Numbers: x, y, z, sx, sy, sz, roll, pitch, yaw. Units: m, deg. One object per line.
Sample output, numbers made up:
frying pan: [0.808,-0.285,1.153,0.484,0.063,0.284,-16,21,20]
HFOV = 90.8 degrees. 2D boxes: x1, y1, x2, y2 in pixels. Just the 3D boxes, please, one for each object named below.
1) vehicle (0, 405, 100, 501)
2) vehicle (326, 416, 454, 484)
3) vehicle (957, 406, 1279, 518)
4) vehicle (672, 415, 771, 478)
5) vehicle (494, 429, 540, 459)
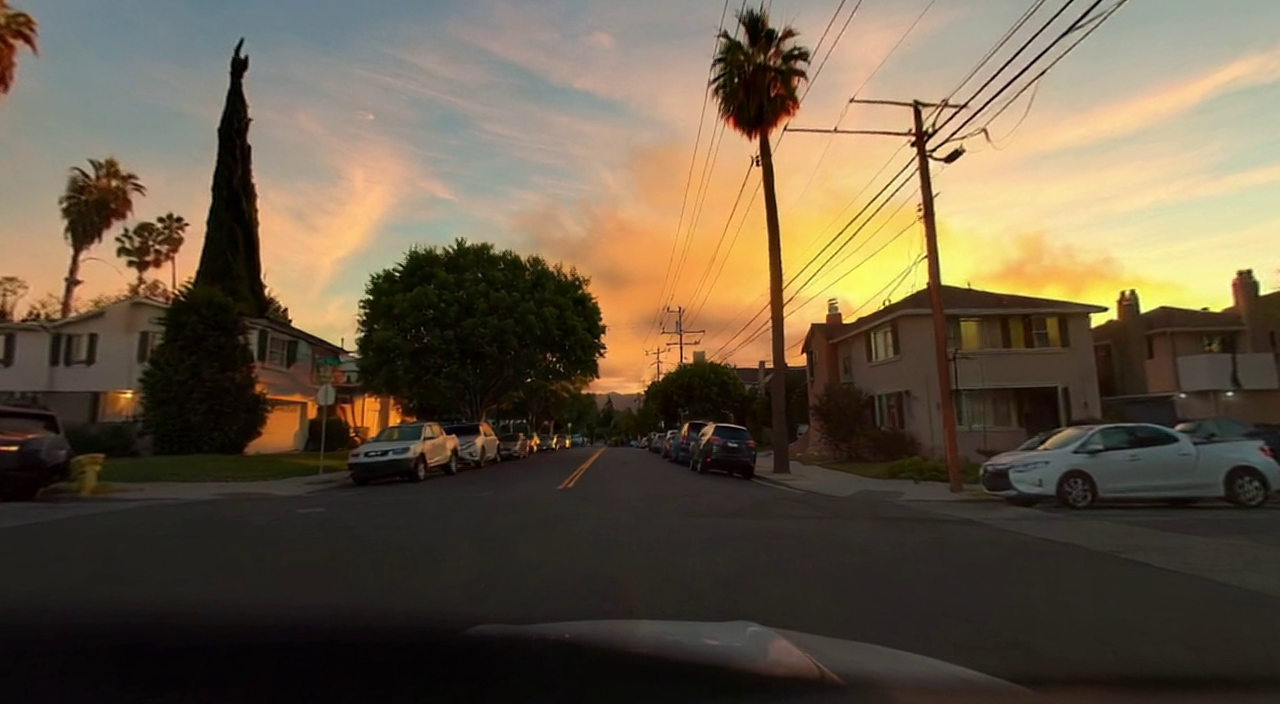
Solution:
vehicle: [-14.815,2.097,12.553,5.847,1.766,2.392,-1,-8,-3]
vehicle: [-7.027,2.838,18.372,2.198,1.724,4.493,1,-9,-5]
vehicle: [10.249,2.234,13.186,5.971,1.967,2.385,-1,-9,-5]
vehicle: [2.626,3.313,22.194,2.505,1.895,5.805,1,-9,-2]
vehicle: [-8.023,6.066,41.686,2.178,1.865,4.658,0,-9,-2]
